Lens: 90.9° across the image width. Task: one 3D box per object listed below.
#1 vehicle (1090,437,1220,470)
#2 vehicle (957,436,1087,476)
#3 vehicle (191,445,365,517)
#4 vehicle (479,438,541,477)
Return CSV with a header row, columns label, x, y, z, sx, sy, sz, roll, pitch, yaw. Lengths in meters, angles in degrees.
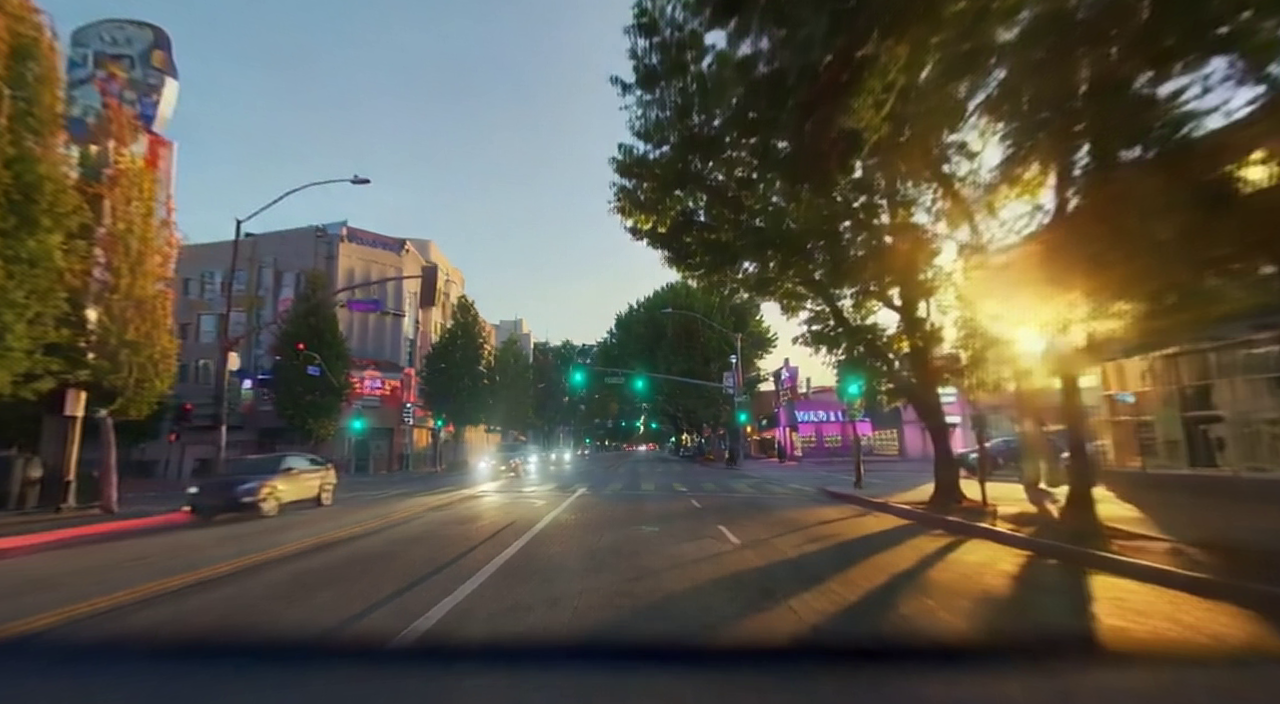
label,x,y,z,sx,sy,sz,roll,pitch,yaw
vehicle,24.754,4.877,30.422,4.503,1.472,2.032,0,-9,-2
vehicle,16.583,4.527,27.528,4.299,1.679,2.011,0,-9,0
vehicle,-8.807,3.130,15.811,1.978,1.561,3.907,0,-9,1
vehicle,-6.266,5.125,30.807,2.041,1.756,4.392,0,-9,1
